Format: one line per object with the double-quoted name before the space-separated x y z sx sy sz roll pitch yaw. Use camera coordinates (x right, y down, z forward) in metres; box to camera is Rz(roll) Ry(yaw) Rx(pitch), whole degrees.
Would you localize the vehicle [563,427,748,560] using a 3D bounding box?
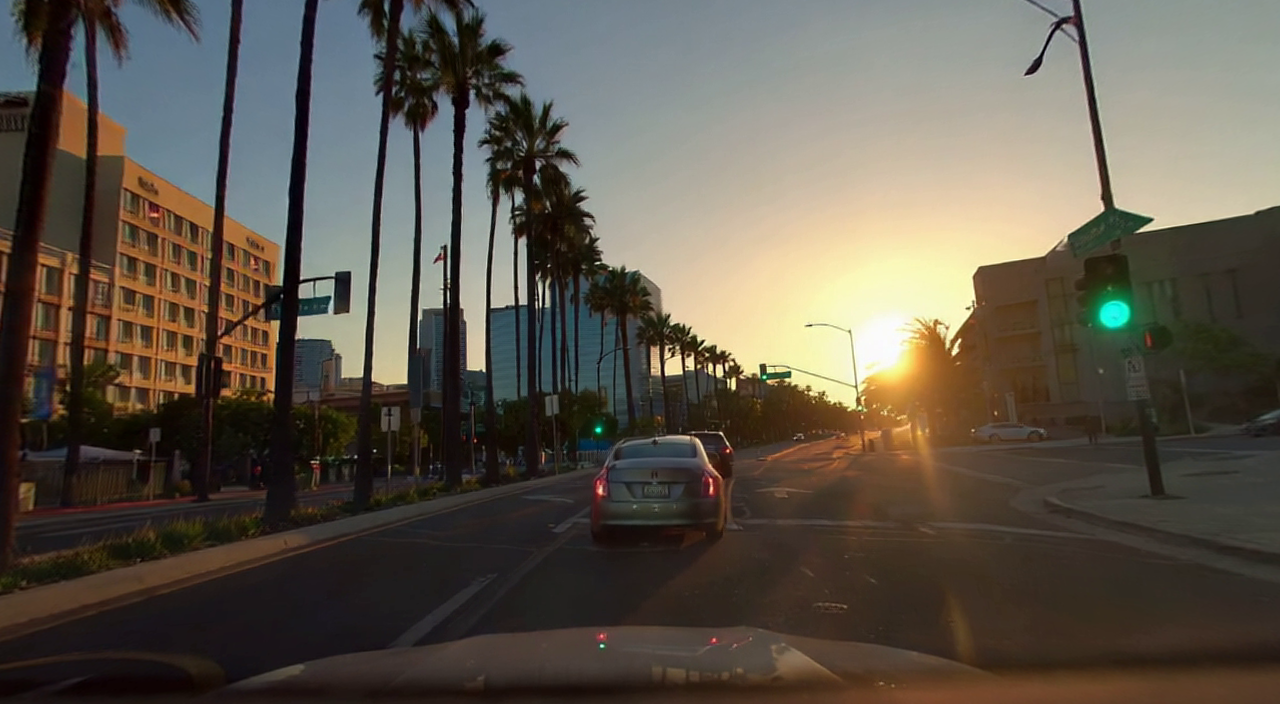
"vehicle" 0.225 1.914 9.261 2.096 1.492 4.071 0 -9 2
